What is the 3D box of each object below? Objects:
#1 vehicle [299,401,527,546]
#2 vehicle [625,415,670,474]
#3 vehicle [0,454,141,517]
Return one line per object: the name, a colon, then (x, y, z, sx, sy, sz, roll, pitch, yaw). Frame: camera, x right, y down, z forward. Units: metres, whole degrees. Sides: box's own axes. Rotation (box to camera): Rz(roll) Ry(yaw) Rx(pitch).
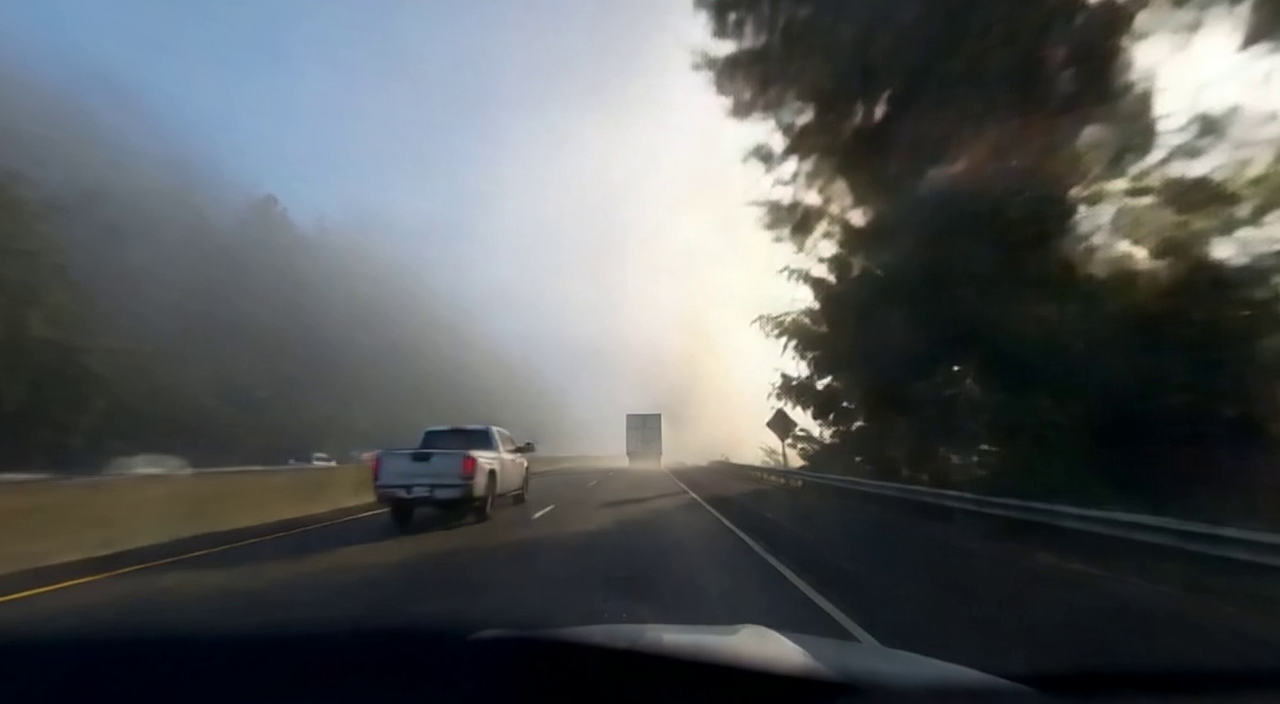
vehicle: (-3.903, 2.245, 12.296, 2.283, 2.156, 5.546, 0, -9, 1)
vehicle: (0.578, 7.123, 48.215, 3.024, 3.965, 10.399, 0, -9, 1)
vehicle: (-17.131, 3.686, 17.837, 2.044, 1.523, 4.787, 0, -9, 0)
